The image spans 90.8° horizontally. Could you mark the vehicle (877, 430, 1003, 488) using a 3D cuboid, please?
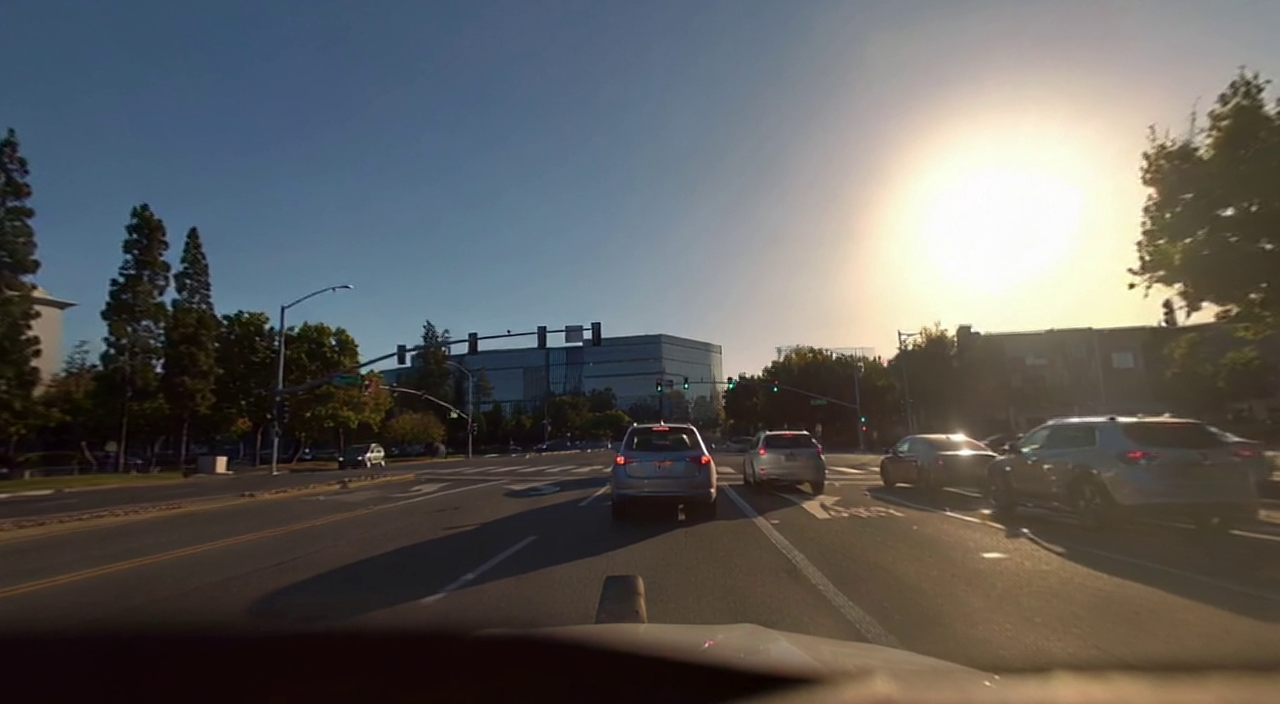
[{"bbox_3d":[8.565,3.104,18.531,1.862,1.471,4.297,-1,-9,5],"label":"vehicle"}]

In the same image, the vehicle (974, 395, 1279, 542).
[{"bbox_3d":[7.488,1.758,9.985,2.074,1.791,4.393,0,-9,2],"label":"vehicle"}]

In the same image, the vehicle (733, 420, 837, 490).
[{"bbox_3d":[4.041,2.981,18.500,2.188,1.774,4.646,-1,-9,3],"label":"vehicle"}]

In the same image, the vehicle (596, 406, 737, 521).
[{"bbox_3d":[0.453,2.073,12.128,2.211,1.795,4.179,0,-9,1],"label":"vehicle"}]
